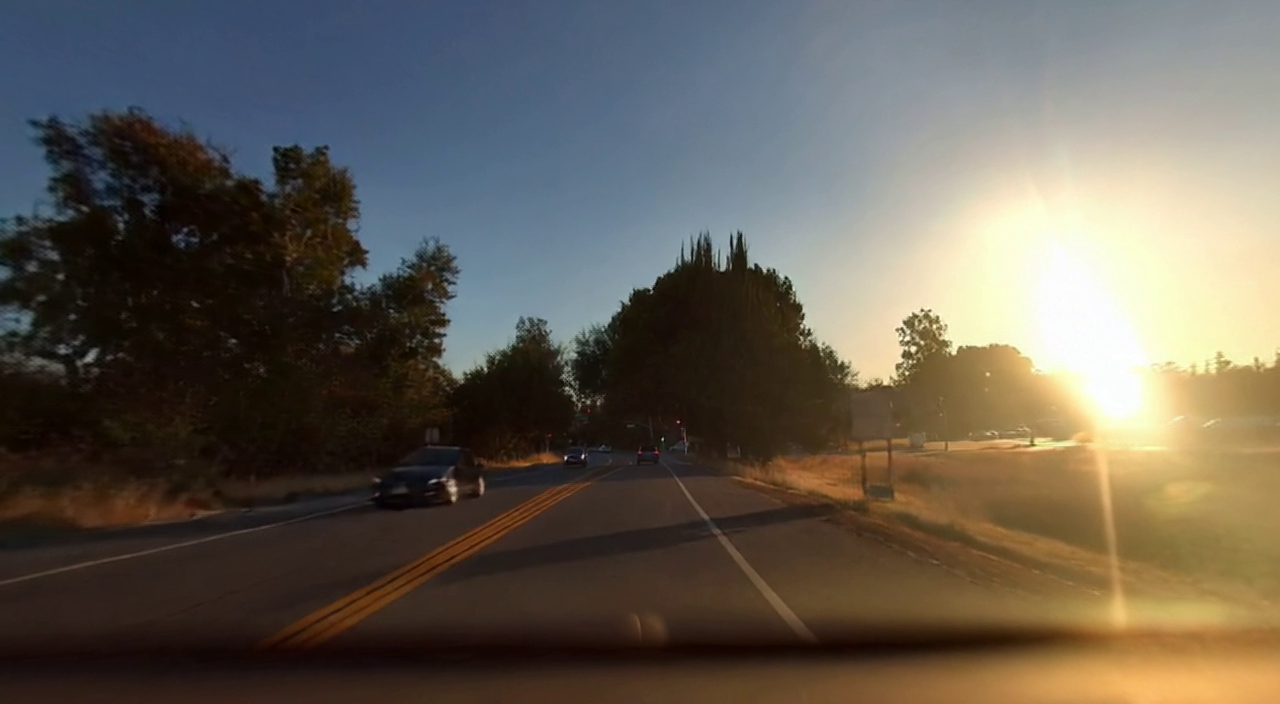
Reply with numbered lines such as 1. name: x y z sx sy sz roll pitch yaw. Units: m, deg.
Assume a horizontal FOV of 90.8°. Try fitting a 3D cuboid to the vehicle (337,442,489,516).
1. vehicle: -5.151 2.916 15.103 2.002 1.455 4.450 -1 -8 -1
